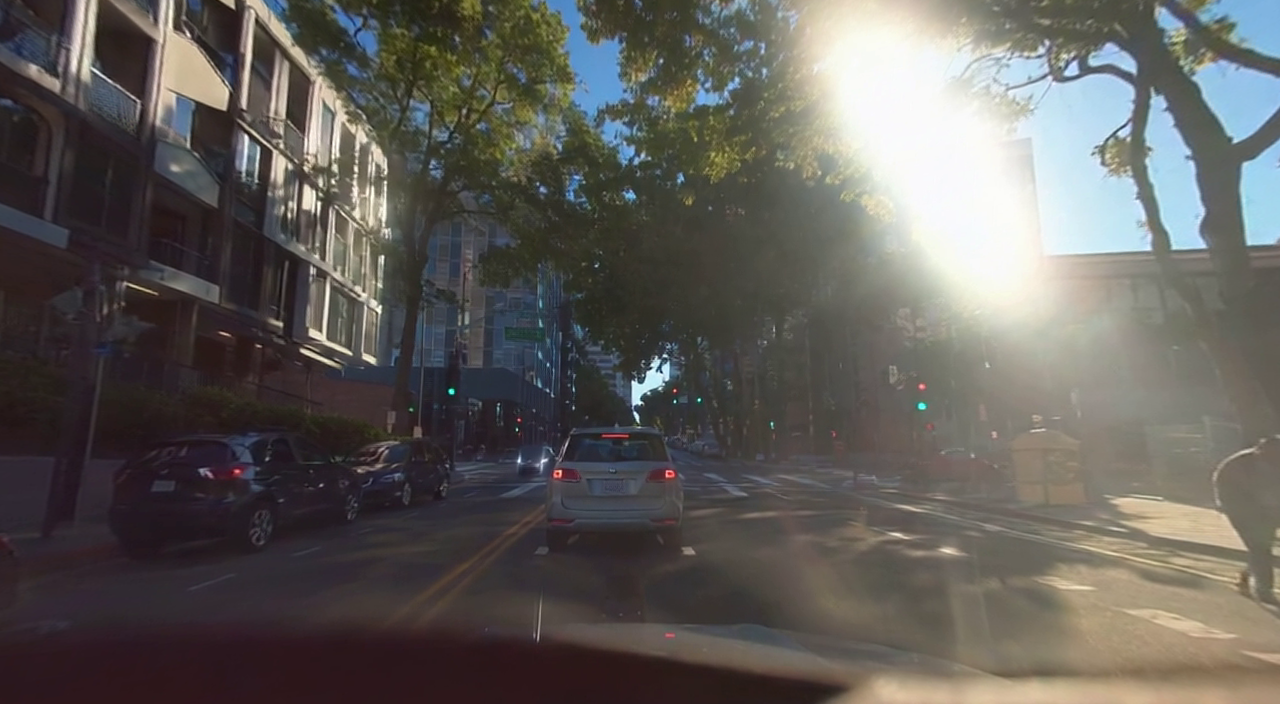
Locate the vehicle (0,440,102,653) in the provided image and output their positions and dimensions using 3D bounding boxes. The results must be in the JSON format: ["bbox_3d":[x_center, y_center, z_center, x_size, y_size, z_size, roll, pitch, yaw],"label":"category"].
[{"bbox_3d":[-5.553,1.150,3.014,1.841,1.466,4.364,-1,-9,6],"label":"vehicle"}]

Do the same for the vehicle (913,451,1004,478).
[{"bbox_3d":[19.654,6.961,39.123,4.638,1.555,1.824,0,-9,-2],"label":"vehicle"}]

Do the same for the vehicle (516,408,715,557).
[{"bbox_3d":[-0.257,1.791,9.238,2.258,1.687,3.934,0,-9,1],"label":"vehicle"}]

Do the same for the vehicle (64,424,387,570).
[{"bbox_3d":[-5.766,2.038,9.700,1.904,1.684,4.529,0,-9,-1],"label":"vehicle"}]
